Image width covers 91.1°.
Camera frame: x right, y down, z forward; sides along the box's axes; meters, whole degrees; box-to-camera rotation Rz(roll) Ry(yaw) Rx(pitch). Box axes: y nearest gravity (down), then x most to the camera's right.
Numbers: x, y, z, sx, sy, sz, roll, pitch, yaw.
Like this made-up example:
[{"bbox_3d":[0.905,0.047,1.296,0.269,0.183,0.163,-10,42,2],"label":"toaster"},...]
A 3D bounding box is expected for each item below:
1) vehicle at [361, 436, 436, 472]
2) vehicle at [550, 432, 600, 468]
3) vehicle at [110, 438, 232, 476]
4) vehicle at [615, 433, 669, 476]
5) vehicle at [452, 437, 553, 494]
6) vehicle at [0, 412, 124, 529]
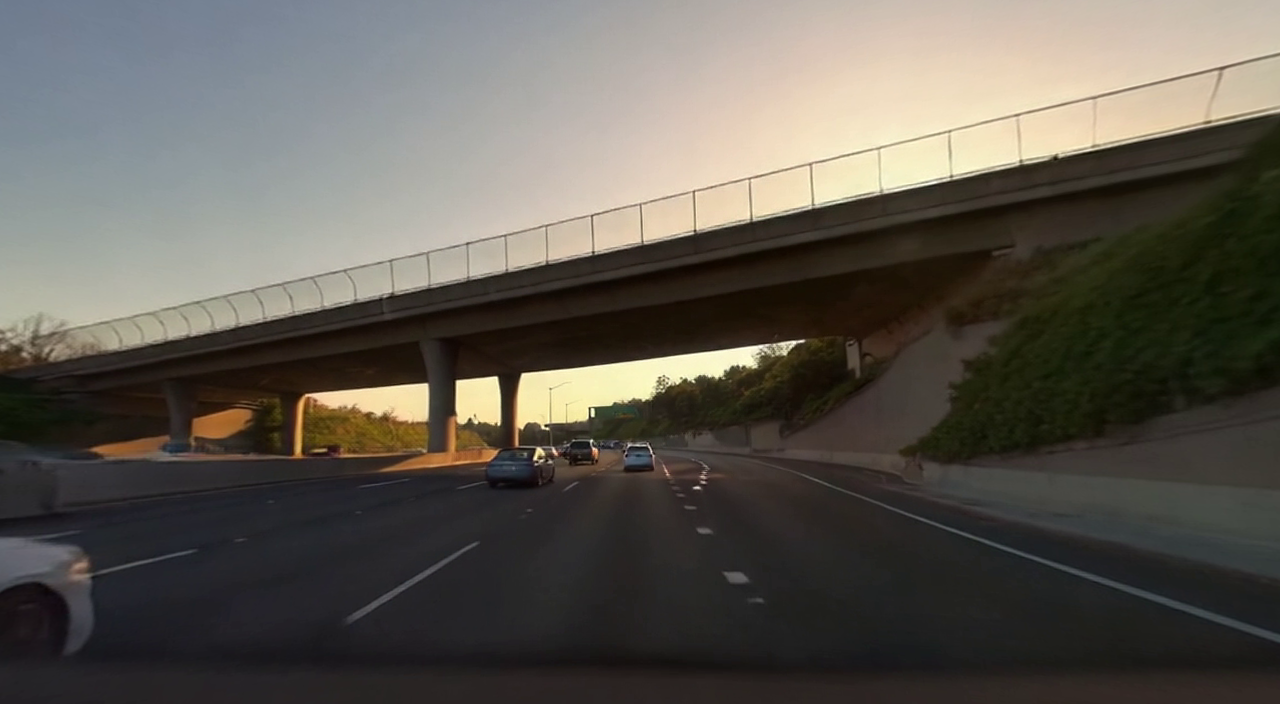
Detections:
[{"bbox_3d":[-11.871,5.006,31.211,1.954,1.640,4.339,0,-8,1],"label":"vehicle"},{"bbox_3d":[-3.574,5.523,35.616,2.237,1.841,4.683,0,-8,1],"label":"vehicle"},{"bbox_3d":[-21.826,4.869,29.527,1.977,1.602,4.794,0,-8,1],"label":"vehicle"},{"bbox_3d":[0.069,4.380,27.166,2.160,1.678,4.178,0,-8,0],"label":"vehicle"},{"bbox_3d":[-4.003,3.372,19.141,1.997,1.490,4.471,0,-8,1],"label":"vehicle"},{"bbox_3d":[-11.069,1.813,9.554,2.119,1.816,5.019,0,-8,0],"label":"vehicle"}]
